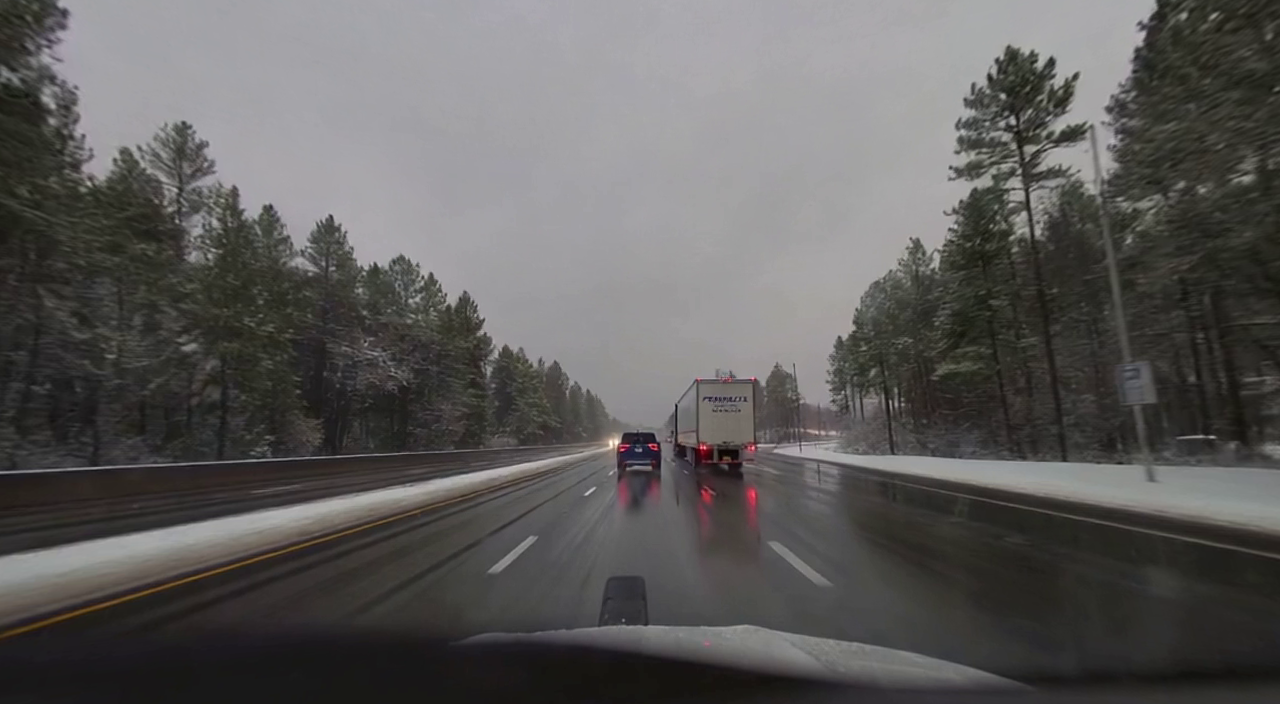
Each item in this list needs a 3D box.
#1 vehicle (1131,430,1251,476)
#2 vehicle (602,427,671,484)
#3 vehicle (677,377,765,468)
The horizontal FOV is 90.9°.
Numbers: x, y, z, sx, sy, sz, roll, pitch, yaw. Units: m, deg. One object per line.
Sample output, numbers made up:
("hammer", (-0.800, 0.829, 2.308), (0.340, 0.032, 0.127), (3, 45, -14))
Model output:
("vehicle", (42.103, 7.812, 48.225), (8.206, 3.225, 2.732), (4, -12, -18))
("vehicle", (-0.123, 3.710, 22.858), (2.222, 1.848, 4.610), (0, -8, 0))
("vehicle", (4.199, 4.442, 37.217), (2.899, 4.160, 16.621), (0, -8, 0))
